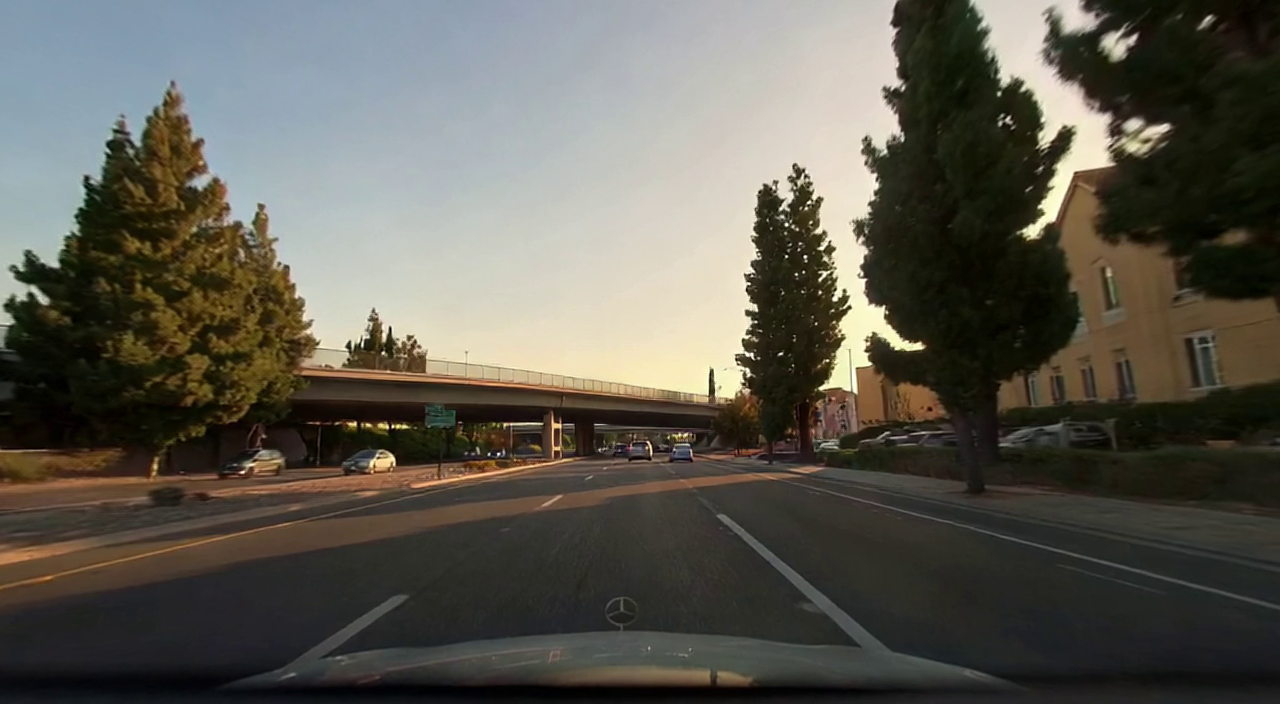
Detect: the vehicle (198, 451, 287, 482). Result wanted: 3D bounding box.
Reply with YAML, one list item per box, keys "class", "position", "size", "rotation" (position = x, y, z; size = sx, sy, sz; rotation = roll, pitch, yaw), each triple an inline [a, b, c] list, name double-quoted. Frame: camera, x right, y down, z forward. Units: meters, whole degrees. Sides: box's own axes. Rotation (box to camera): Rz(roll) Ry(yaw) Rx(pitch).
- class: "vehicle"
  position: [-21.919, 6.291, 35.106]
  size: [1.873, 1.524, 4.749]
  rotation: [0, -8, 0]

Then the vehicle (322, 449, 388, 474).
- class: "vehicle"
  position: [-18.480, 7.092, 41.219]
  size: [1.911, 1.536, 5.073]
  rotation: [0, -8, 0]
